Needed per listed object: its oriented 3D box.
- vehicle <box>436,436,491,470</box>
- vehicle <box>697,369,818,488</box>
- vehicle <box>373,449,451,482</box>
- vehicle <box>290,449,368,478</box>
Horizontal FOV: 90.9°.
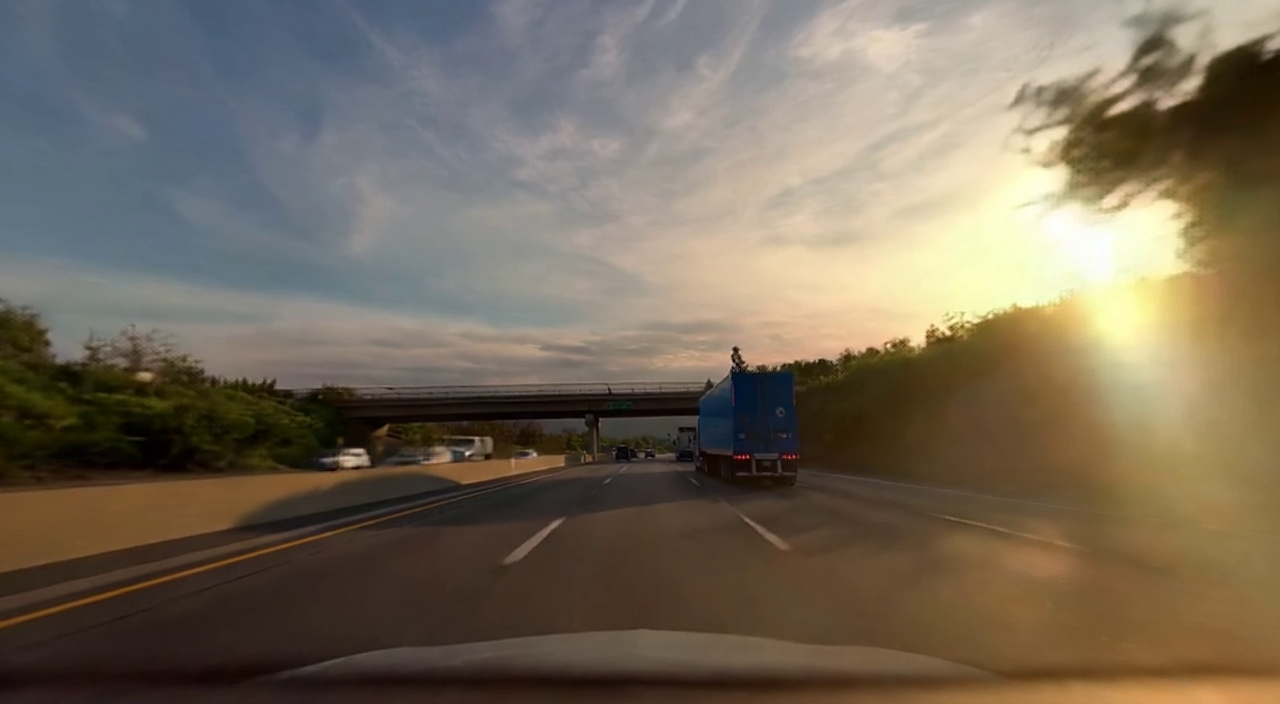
[{"bbox_3d":[-13.751,7.937,49.627,2.326,2.525,6.173,0,-9,2],"label":"vehicle"},{"bbox_3d":[4.618,3.684,28.600,2.825,4.054,14.210,0,-9,0],"label":"vehicle"},{"bbox_3d":[-10.600,5.304,29.694,1.954,1.449,4.358,0,-9,1],"label":"vehicle"},{"bbox_3d":[-17.543,6.298,35.849,1.981,1.481,4.641,0,-9,1],"label":"vehicle"}]
